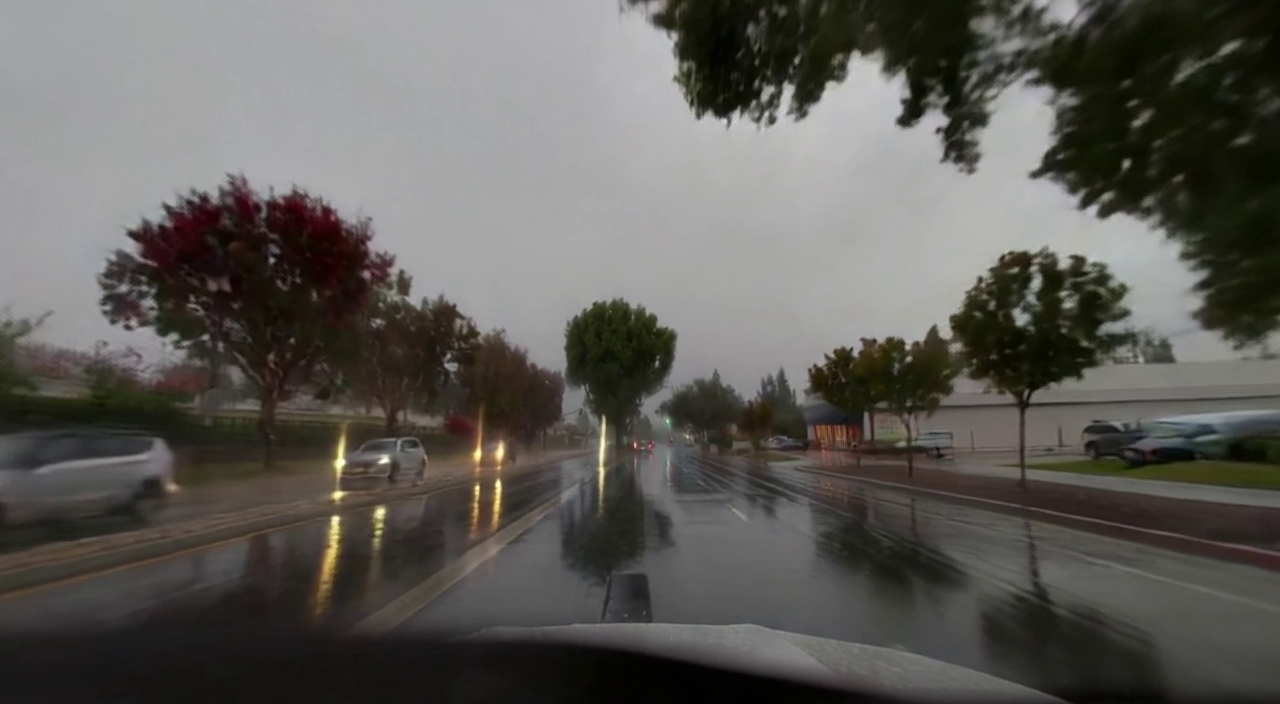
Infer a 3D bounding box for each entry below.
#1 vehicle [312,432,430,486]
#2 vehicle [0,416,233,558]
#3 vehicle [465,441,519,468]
[{"bbox_3d":[-9.817,3.930,23.547,2.230,1.777,4.797,0,-8,1],"label":"vehicle"},{"bbox_3d":[-9.018,1.961,9.794,2.250,1.747,4.492,0,-8,2],"label":"vehicle"},{"bbox_3d":[-8.703,6.069,37.463,1.946,1.470,4.443,0,-8,2],"label":"vehicle"}]
